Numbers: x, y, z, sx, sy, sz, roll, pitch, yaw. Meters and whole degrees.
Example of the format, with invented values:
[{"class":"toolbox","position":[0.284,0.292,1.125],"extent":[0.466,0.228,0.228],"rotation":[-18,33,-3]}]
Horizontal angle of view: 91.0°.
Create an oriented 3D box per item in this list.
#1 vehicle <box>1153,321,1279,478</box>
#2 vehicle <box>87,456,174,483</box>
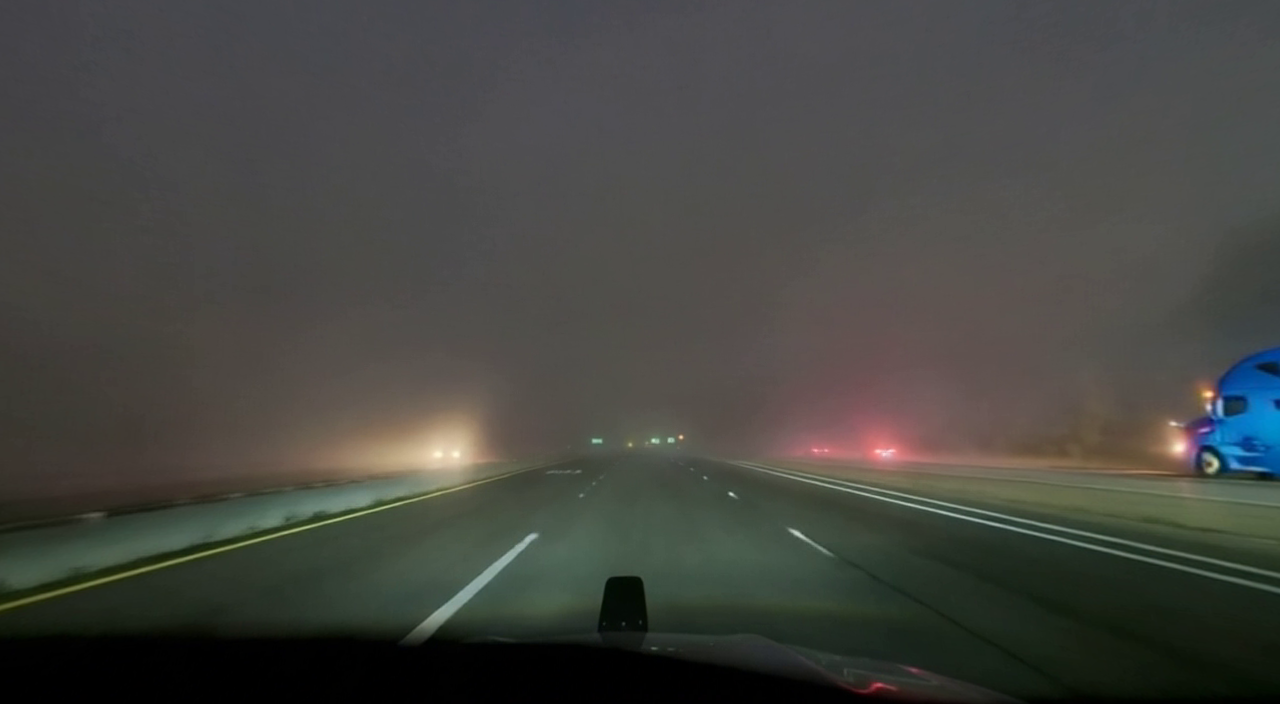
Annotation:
[{"class":"vehicle","position":[17.656,1.239,16.217],"extent":[2.905,3.936,6.134],"rotation":[1,-8,-10]},{"class":"vehicle","position":[-30.725,7.066,38.141],"extent":[1.792,1.439,4.062],"rotation":[0,-8,1]}]
